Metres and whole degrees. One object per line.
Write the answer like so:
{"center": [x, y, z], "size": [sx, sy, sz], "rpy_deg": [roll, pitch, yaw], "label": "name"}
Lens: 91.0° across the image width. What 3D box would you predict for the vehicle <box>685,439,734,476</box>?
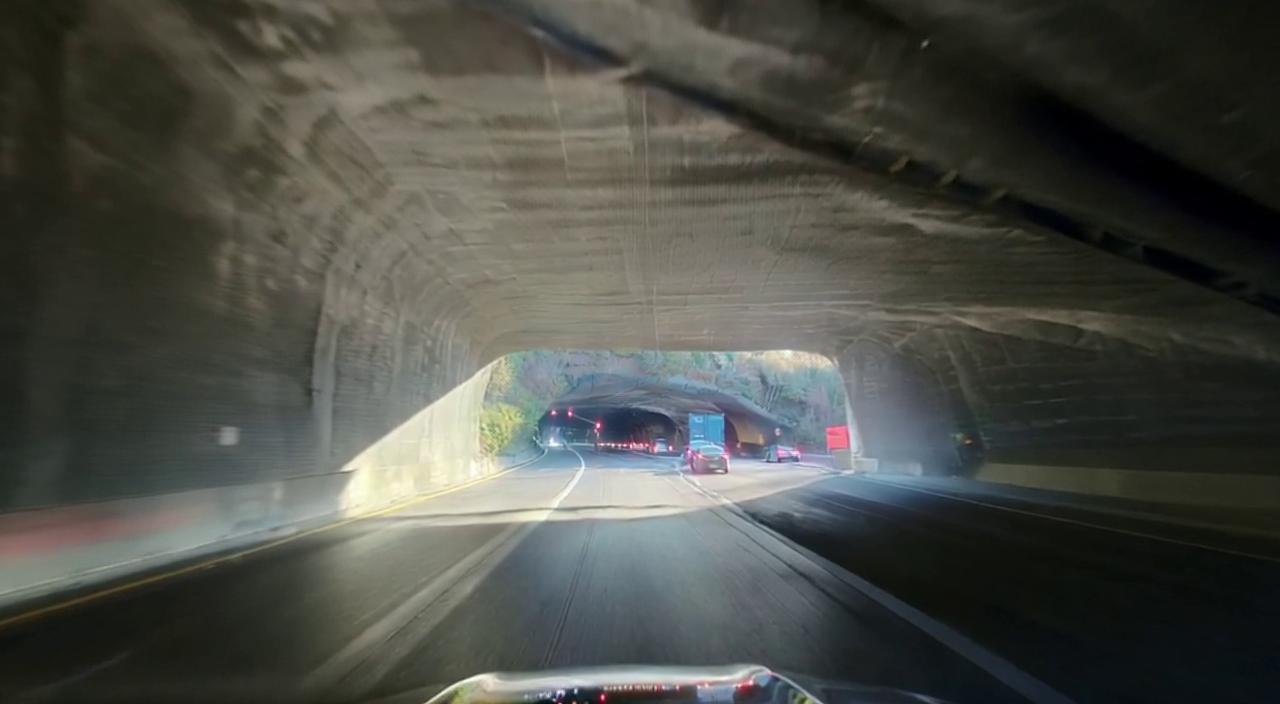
{"center": [2.976, 4.553, 27.346], "size": [1.947, 1.475, 3.962], "rpy_deg": [-1, -8, 5], "label": "vehicle"}
